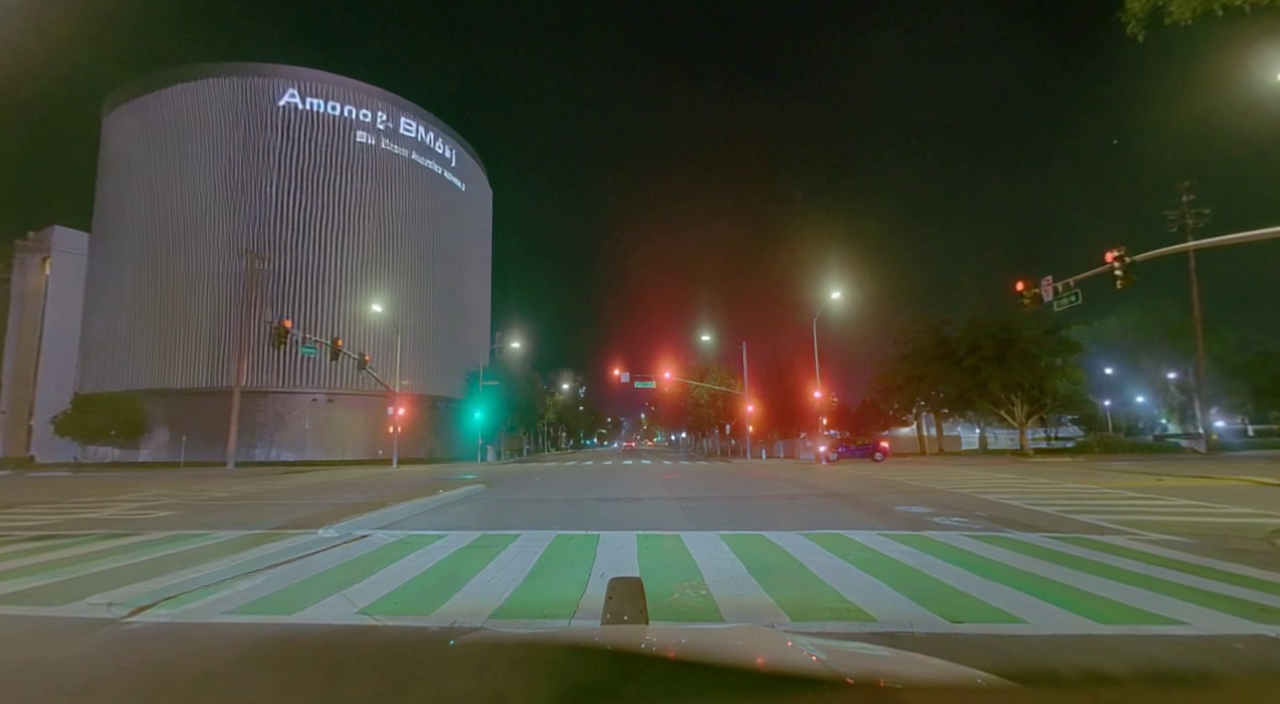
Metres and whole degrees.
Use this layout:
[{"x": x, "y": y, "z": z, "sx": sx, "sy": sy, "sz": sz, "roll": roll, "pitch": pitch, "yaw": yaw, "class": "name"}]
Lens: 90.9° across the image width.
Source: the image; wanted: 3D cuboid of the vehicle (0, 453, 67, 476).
[{"x": -41.649, "y": 7.635, "z": 42.781, "sx": 3.698, "sy": 1.467, "sz": 1.779, "roll": 0, "pitch": -8, "yaw": 1, "class": "vehicle"}]

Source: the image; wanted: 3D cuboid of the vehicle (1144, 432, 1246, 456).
[{"x": 36.176, "y": 6.017, "z": 41.180, "sx": 4.767, "sy": 1.456, "sz": 1.858, "roll": -1, "pitch": -8, "yaw": 3, "class": "vehicle"}]

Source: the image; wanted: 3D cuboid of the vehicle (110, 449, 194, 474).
[{"x": -33.067, "y": 7.401, "z": 42.768, "sx": 4.136, "sy": 1.661, "sz": 1.857, "roll": 0, "pitch": -8, "yaw": 1, "class": "vehicle"}]

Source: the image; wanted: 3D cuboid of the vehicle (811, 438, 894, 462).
[{"x": 13.164, "y": 6.108, "z": 39.261, "sx": 4.529, "sy": 1.457, "sz": 1.981, "roll": -1, "pitch": -9, "yaw": 8, "class": "vehicle"}]
